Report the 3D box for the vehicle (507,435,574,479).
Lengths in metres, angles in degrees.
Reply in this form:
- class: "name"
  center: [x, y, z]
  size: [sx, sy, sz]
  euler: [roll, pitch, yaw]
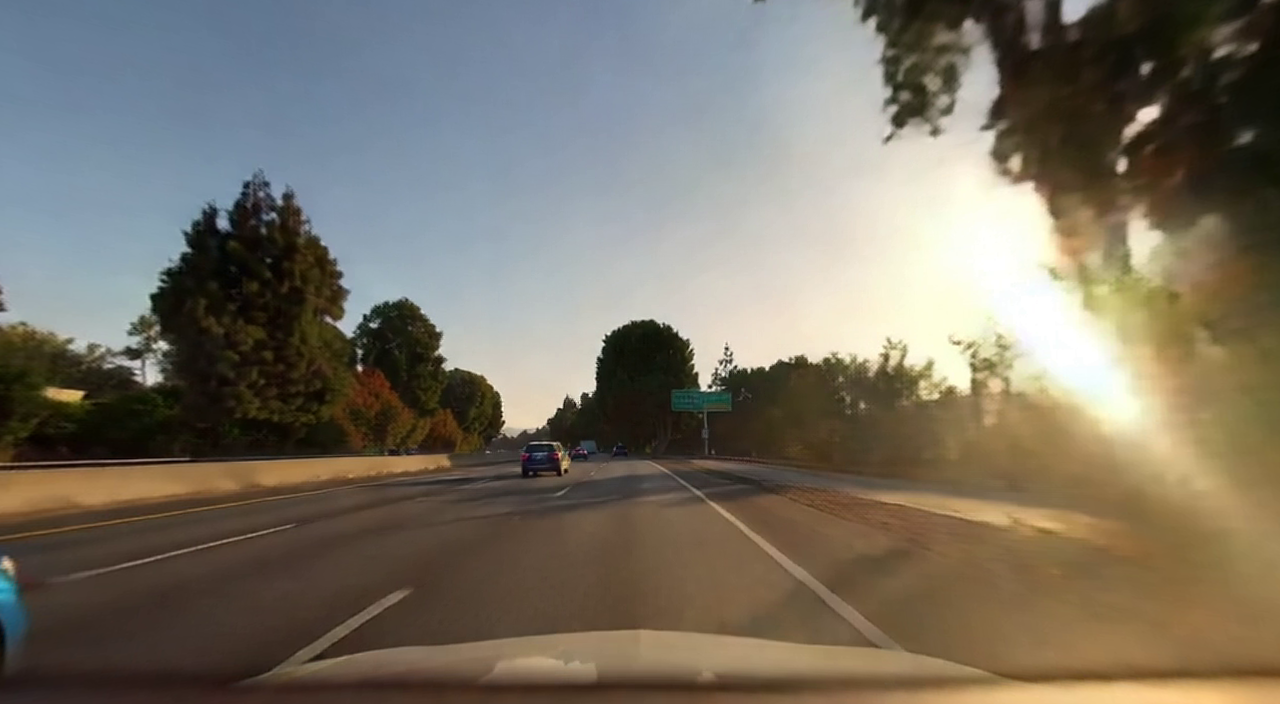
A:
- class: "vehicle"
  center: [-4.144, 4.458, 27.071]
  size: [2.162, 1.724, 4.537]
  euler: [0, -8, -1]
